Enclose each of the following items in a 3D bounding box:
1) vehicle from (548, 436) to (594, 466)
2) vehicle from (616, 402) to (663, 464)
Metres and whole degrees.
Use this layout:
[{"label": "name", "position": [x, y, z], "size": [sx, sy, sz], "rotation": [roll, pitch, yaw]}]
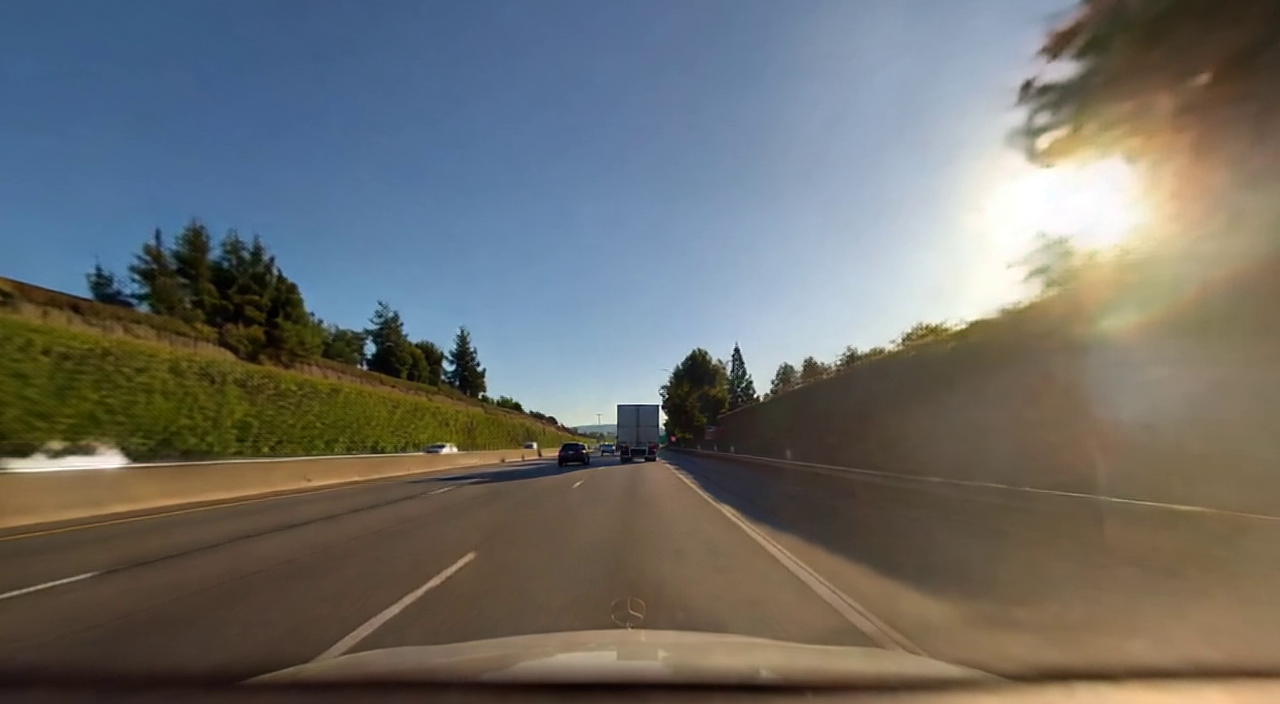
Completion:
[{"label": "vehicle", "position": [-4.140, 6.048, 38.514], "size": [2.186, 1.716, 4.672], "rotation": [0, -8, 0]}, {"label": "vehicle", "position": [-0.130, 6.485, 49.417], "size": [3.078, 4.031, 16.069], "rotation": [0, -8, -1]}]
